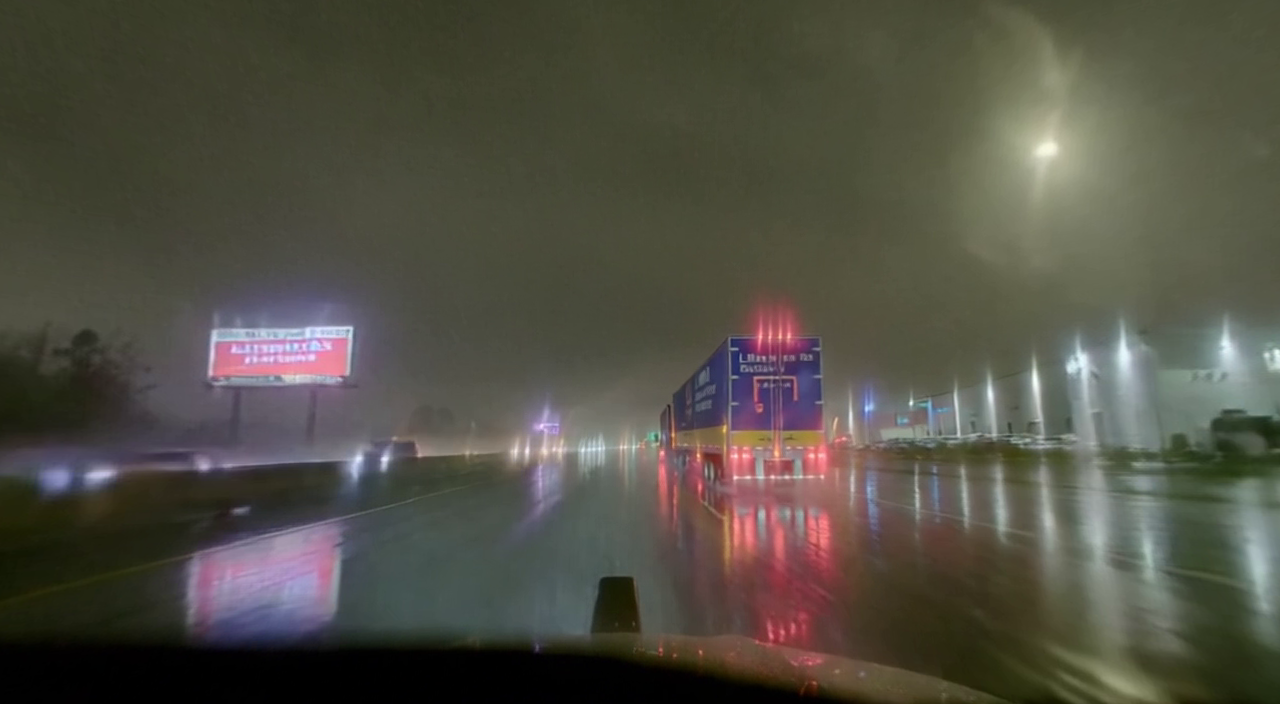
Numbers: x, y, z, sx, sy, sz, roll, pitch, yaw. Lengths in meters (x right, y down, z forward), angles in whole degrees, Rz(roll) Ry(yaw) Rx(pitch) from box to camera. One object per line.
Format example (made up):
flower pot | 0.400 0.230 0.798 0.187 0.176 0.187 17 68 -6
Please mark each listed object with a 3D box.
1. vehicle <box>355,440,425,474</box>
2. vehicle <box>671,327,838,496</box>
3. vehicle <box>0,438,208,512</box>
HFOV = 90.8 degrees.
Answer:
vehicle | -11.644 4.908 29.667 1.757 1.451 3.658 0 -9 0
vehicle | 3.379 2.789 24.961 2.891 4.387 17.121 0 -9 -2
vehicle | -11.355 2.586 13.693 1.620 1.372 3.339 0 -9 -1
